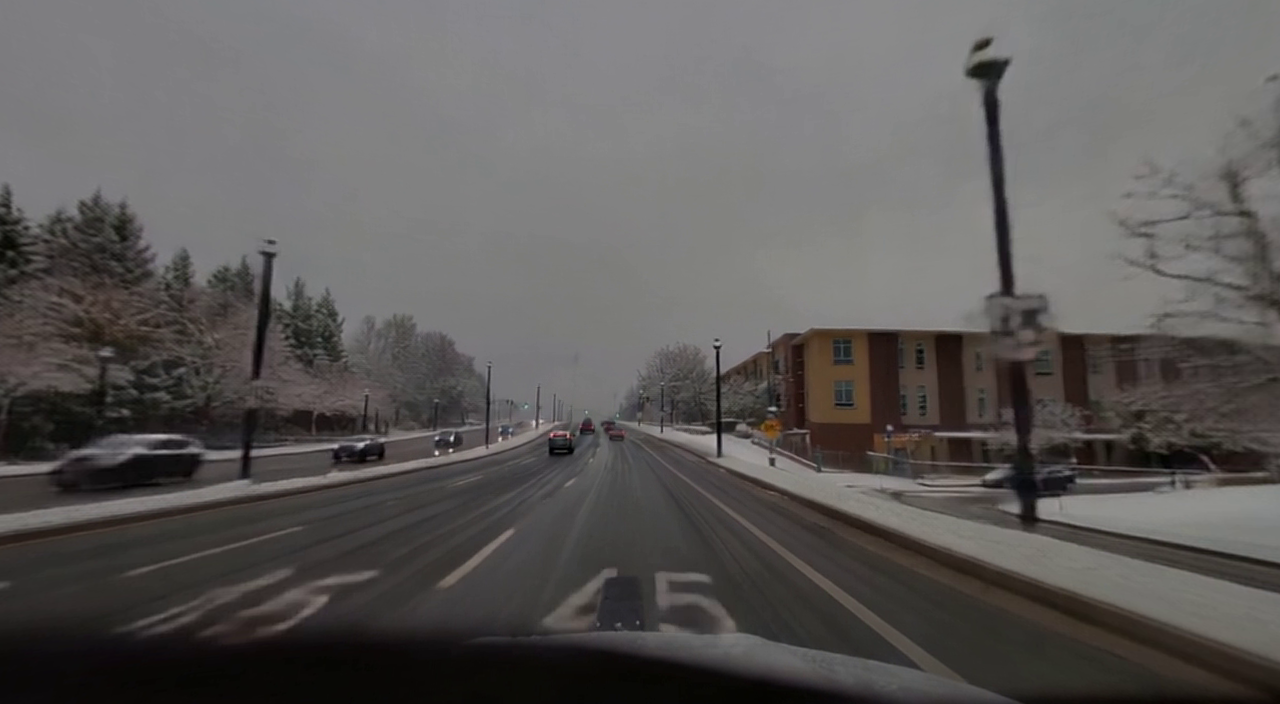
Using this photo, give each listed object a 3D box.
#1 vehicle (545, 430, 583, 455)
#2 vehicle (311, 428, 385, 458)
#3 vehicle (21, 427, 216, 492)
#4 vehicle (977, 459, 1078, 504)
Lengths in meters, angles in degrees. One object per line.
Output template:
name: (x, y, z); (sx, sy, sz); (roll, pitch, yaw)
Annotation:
vehicle: (-4.894, 5.876, 41.029); (2.025, 1.474, 4.292); (0, -8, -2)
vehicle: (-18.346, 5.772, 39.998); (2.286, 1.743, 4.869); (0, -8, 1)
vehicle: (-15.639, 3.234, 19.369); (1.972, 1.715, 4.521); (0, -8, 2)
vehicle: (23.406, 7.862, 38.317); (4.619, 1.807, 2.224); (7, -20, 2)
